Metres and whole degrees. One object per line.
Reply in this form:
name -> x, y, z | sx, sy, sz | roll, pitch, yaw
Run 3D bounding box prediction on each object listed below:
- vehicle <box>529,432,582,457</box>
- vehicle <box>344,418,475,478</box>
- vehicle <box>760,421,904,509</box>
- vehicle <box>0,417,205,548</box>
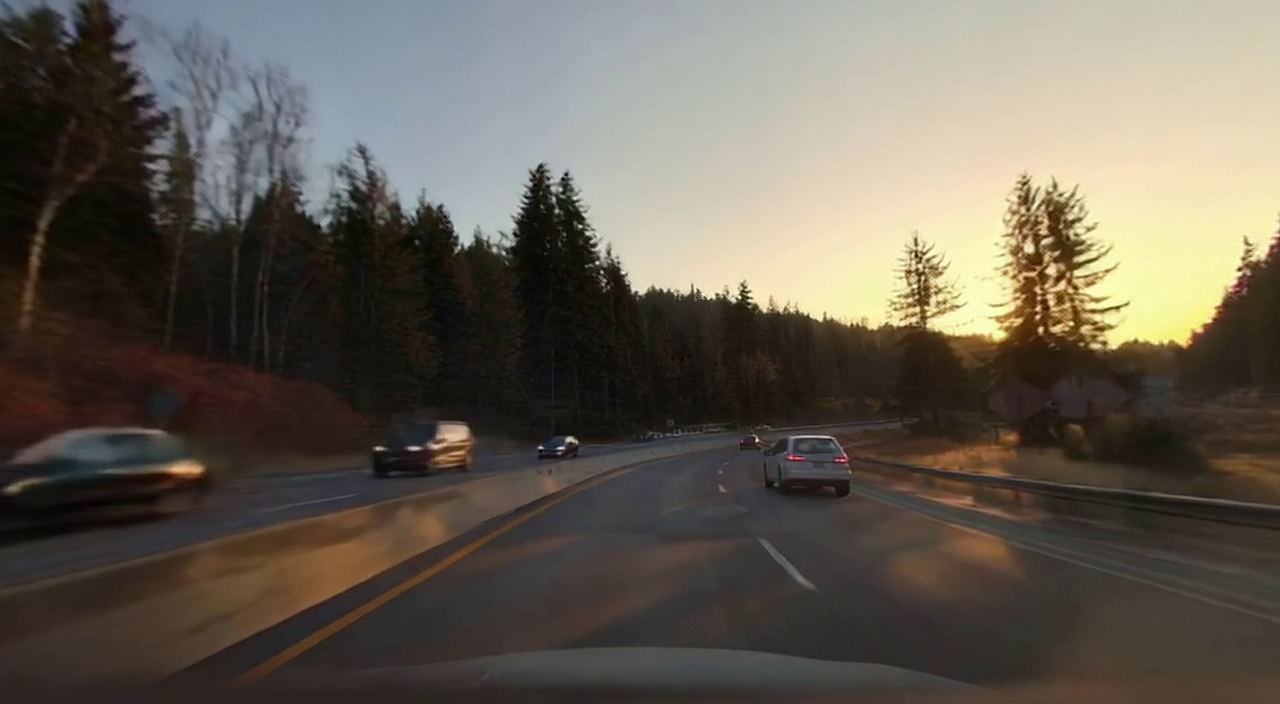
vehicle -> -5.227, 5.793, 39.494 | 1.931, 1.492, 4.374 | -2, -8, 11
vehicle -> -7.552, 3.226, 21.293 | 2.222, 1.768, 4.699 | -1, -8, 6
vehicle -> 4.164, 2.520, 14.525 | 2.112, 1.708, 4.380 | -1, -8, 3
vehicle -> -8.298, 1.664, 8.344 | 1.814, 1.508, 4.342 | -1, -8, 3
